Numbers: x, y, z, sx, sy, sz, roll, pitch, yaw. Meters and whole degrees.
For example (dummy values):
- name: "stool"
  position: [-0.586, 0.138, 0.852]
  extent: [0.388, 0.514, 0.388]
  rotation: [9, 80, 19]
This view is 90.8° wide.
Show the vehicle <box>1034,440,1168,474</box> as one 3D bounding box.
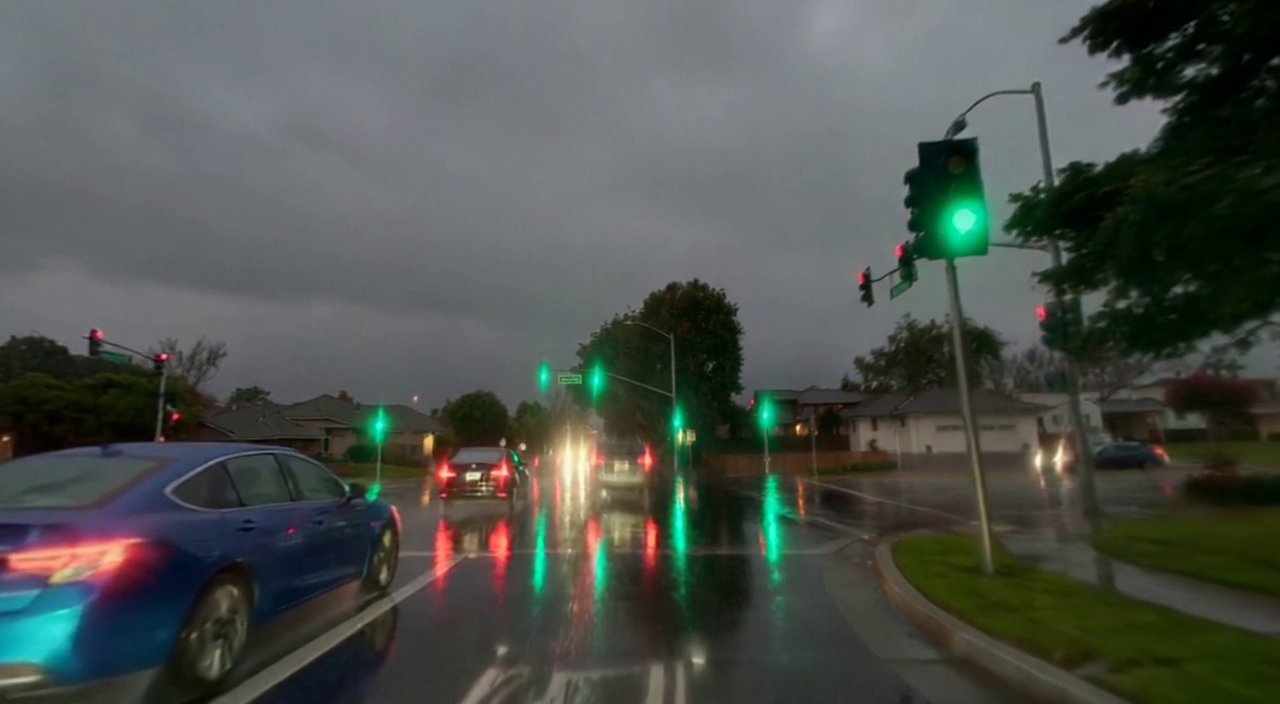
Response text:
- name: "vehicle"
  position: [20.542, 4.694, 28.330]
  extent: [4.353, 1.431, 1.876]
  rotation: [-2, -9, 13]

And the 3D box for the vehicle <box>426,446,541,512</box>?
- name: "vehicle"
  position: [-3.885, 3.205, 16.493]
  extent: [1.934, 1.459, 4.368]
  rotation: [0, -9, -1]

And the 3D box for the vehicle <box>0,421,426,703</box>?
- name: "vehicle"
  position: [-3.576, 1.419, 5.210]
  extent: [1.977, 1.488, 4.741]
  rotation: [0, -9, 0]

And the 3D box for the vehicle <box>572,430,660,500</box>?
- name: "vehicle"
  position: [-0.732, 3.444, 19.625]
  extent: [2.396, 1.881, 4.606]
  rotation: [0, -9, -2]
